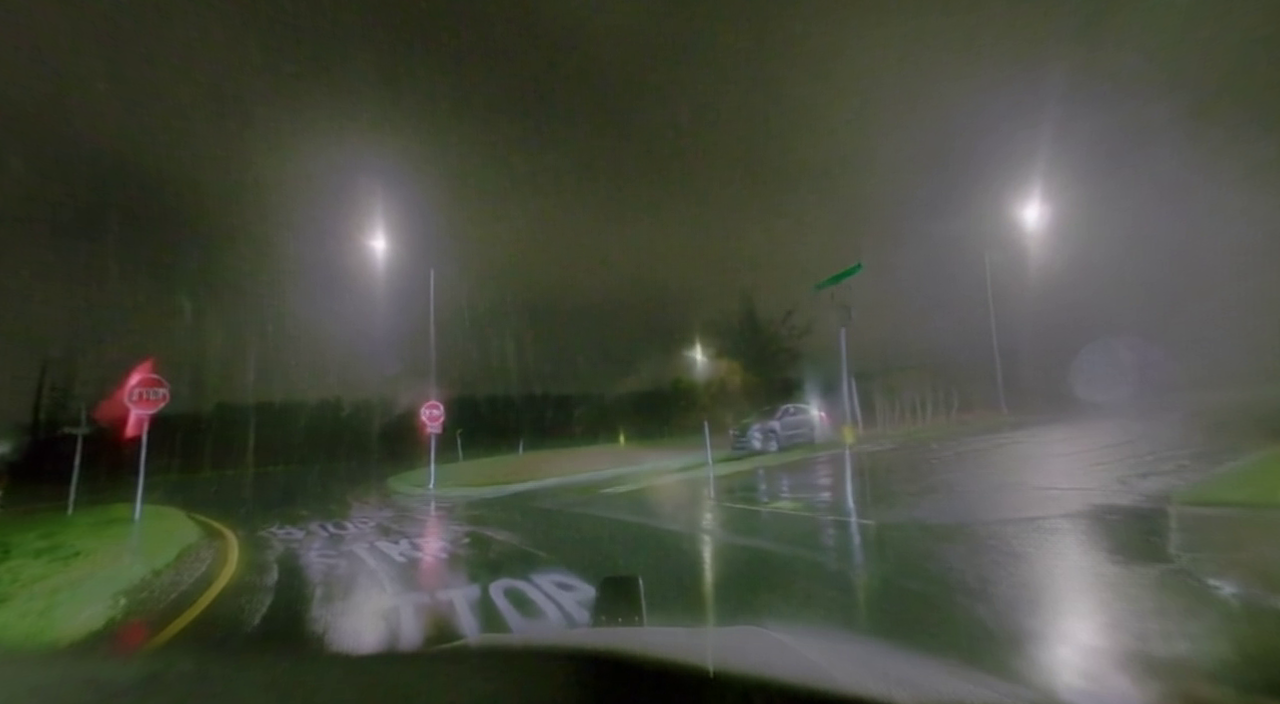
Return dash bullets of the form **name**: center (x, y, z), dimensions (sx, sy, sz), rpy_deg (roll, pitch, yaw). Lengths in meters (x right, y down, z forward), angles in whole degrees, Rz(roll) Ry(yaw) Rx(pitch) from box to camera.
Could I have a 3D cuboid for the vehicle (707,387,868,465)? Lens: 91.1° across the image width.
- **vehicle**: center (4.440, 2.168, 18.786), dimensions (4.403, 1.574, 1.914), rpy_deg (-6, -4, -31)
